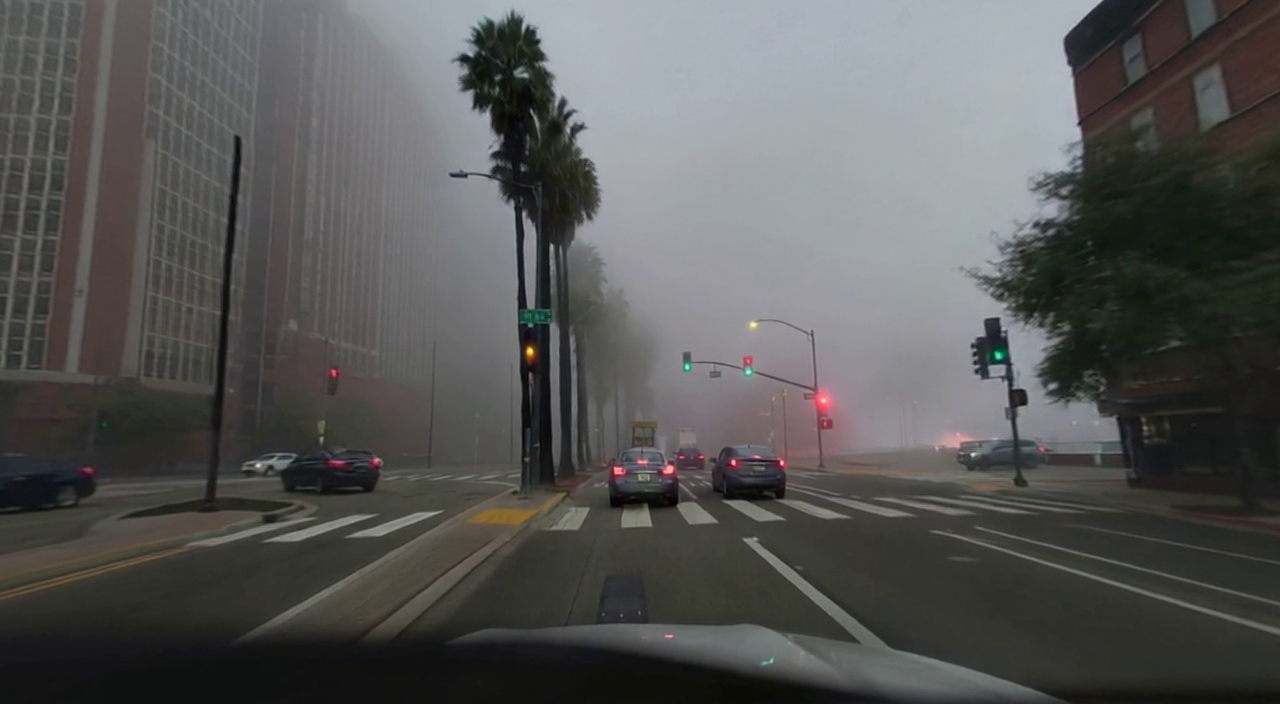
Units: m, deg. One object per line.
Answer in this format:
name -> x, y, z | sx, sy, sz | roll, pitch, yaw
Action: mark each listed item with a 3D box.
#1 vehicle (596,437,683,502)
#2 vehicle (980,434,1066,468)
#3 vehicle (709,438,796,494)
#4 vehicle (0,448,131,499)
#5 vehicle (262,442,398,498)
vehicle -> -0.011, 3.053, 16.762 | 2.048, 1.503, 3.681 | 0, -9, 0
vehicle -> 20.250, 5.266, 33.668 | 1.959, 1.674, 4.706 | -1, -9, 6
vehicle -> 3.239, 3.363, 18.900 | 1.909, 1.500, 3.524 | 0, -9, -1
vehicle -> -19.323, 3.792, 19.883 | 4.641, 1.502, 1.882 | 3, -9, -21
vehicle -> -9.448, 3.497, 19.127 | 4.435, 1.501, 1.977 | -7, -11, 39
